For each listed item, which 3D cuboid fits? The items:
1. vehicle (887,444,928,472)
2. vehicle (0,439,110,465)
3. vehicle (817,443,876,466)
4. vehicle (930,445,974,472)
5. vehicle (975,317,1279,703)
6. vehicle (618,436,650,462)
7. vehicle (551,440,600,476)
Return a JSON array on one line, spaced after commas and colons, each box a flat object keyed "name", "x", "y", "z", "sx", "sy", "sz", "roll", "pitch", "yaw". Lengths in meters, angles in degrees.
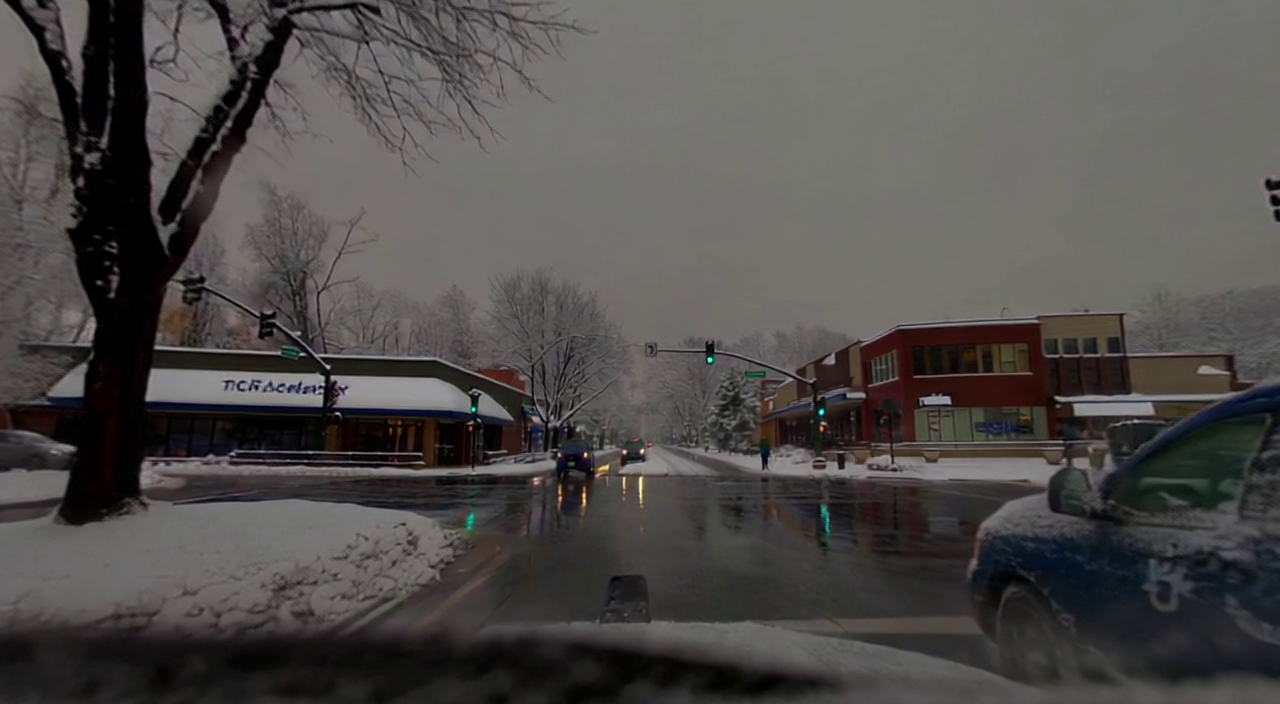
[{"name": "vehicle", "x": 15.855, "y": 6.262, "z": 37.527, "sx": 1.875, "sy": 1.543, "sz": 3.853, "roll": -3, "pitch": -9, "yaw": 19}, {"name": "vehicle", "x": -36.500, "y": 6.215, "z": 39.428, "sx": 4.671, "sy": 1.543, "sz": 1.846, "roll": 4, "pitch": -9, "yaw": -27}, {"name": "vehicle", "x": 15.084, "y": 7.473, "z": 46.247, "sx": 1.924, "sy": 1.579, "sz": 4.084, "roll": 3, "pitch": -9, "yaw": -20}, {"name": "vehicle", "x": 18.281, "y": 6.220, "z": 37.046, "sx": 1.791, "sy": 1.520, "sz": 3.649, "roll": -3, "pitch": -9, "yaw": 19}, {"name": "vehicle", "x": 2.868, "y": 0.656, "z": 1.041, "sx": 2.048, "sy": 1.725, "sz": 4.754, "roll": 0, "pitch": -8, "yaw": 1}, {"name": "vehicle", "x": -0.551, "y": 7.639, "z": 49.772, "sx": 2.390, "sy": 1.948, "sz": 5.344, "roll": 0, "pitch": -8, "yaw": -2}, {"name": "vehicle", "x": -3.141, "y": 5.245, "z": 31.453, "sx": 1.961, "sy": 1.658, "sz": 4.064, "roll": 0, "pitch": -8, "yaw": 1}]
